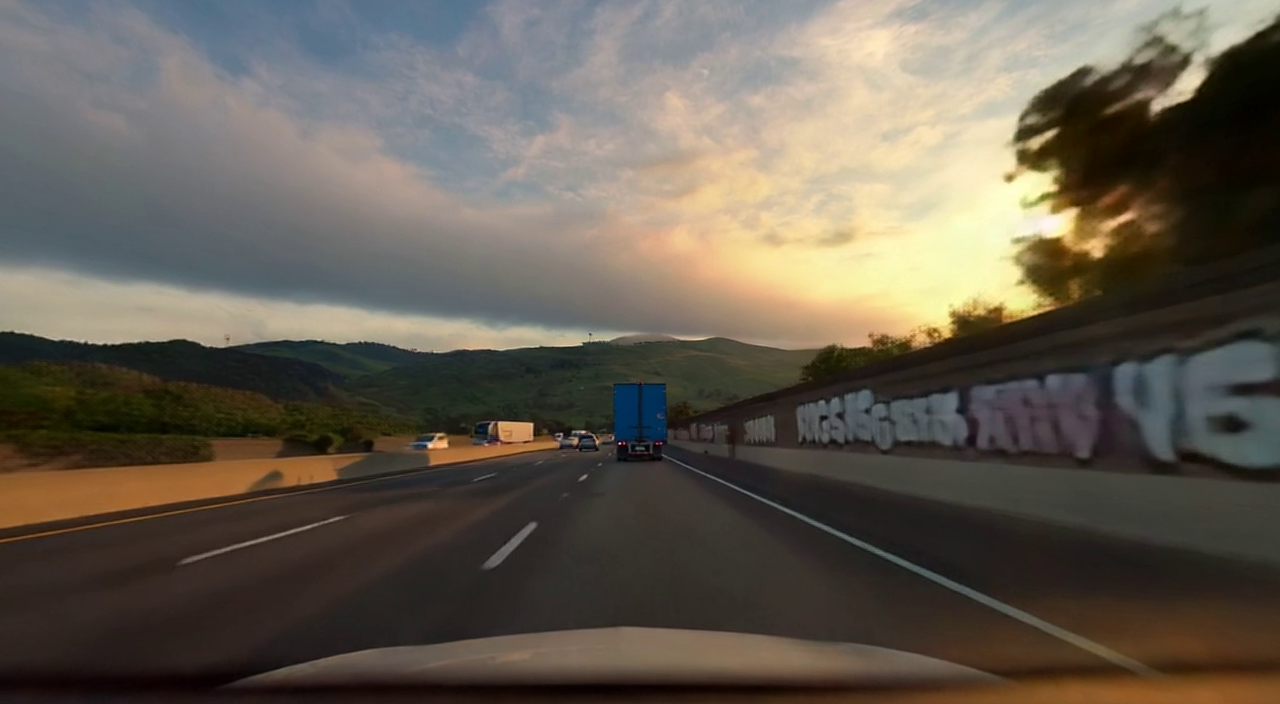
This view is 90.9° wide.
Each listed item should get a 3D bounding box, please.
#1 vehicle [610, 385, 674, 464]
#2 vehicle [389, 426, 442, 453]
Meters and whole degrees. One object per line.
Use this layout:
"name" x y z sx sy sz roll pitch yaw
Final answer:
"vehicle" -0.142 4.184 35.610 2.921 3.765 10.773 1 -8 -3
"vehicle" -15.765 6.166 44.527 2.030 1.734 4.748 0 -8 -1
